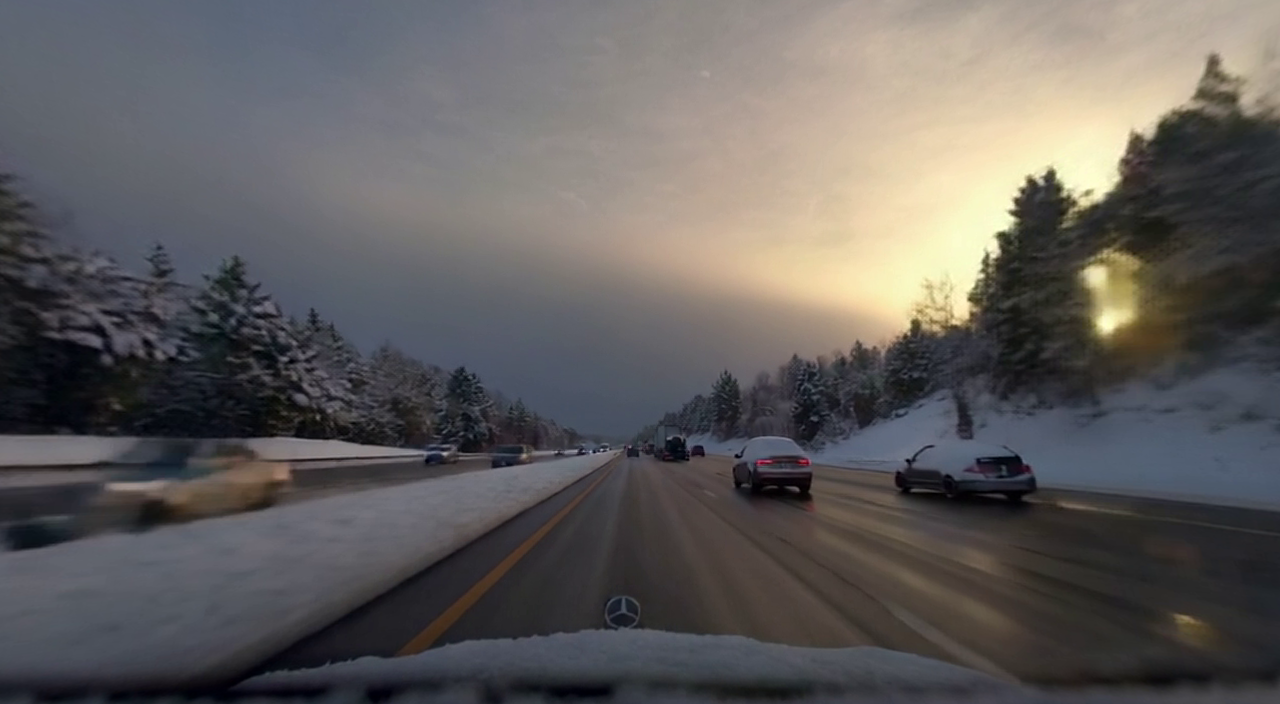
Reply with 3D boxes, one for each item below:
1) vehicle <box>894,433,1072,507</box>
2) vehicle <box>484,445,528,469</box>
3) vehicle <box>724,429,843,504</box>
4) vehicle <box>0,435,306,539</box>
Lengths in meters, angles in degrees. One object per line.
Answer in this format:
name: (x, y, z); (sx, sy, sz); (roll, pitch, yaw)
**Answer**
vehicle: (8.636, 2.996, 16.476); (2.018, 1.636, 4.510); (0, -9, -1)
vehicle: (-8.578, 6.763, 40.826); (1.896, 1.478, 4.403); (0, -9, 0)
vehicle: (3.711, 3.059, 17.277); (2.070, 1.751, 4.576); (0, -9, -1)
vehicle: (-8.338, 2.296, 11.417); (2.015, 1.467, 4.629); (0, -9, 1)
